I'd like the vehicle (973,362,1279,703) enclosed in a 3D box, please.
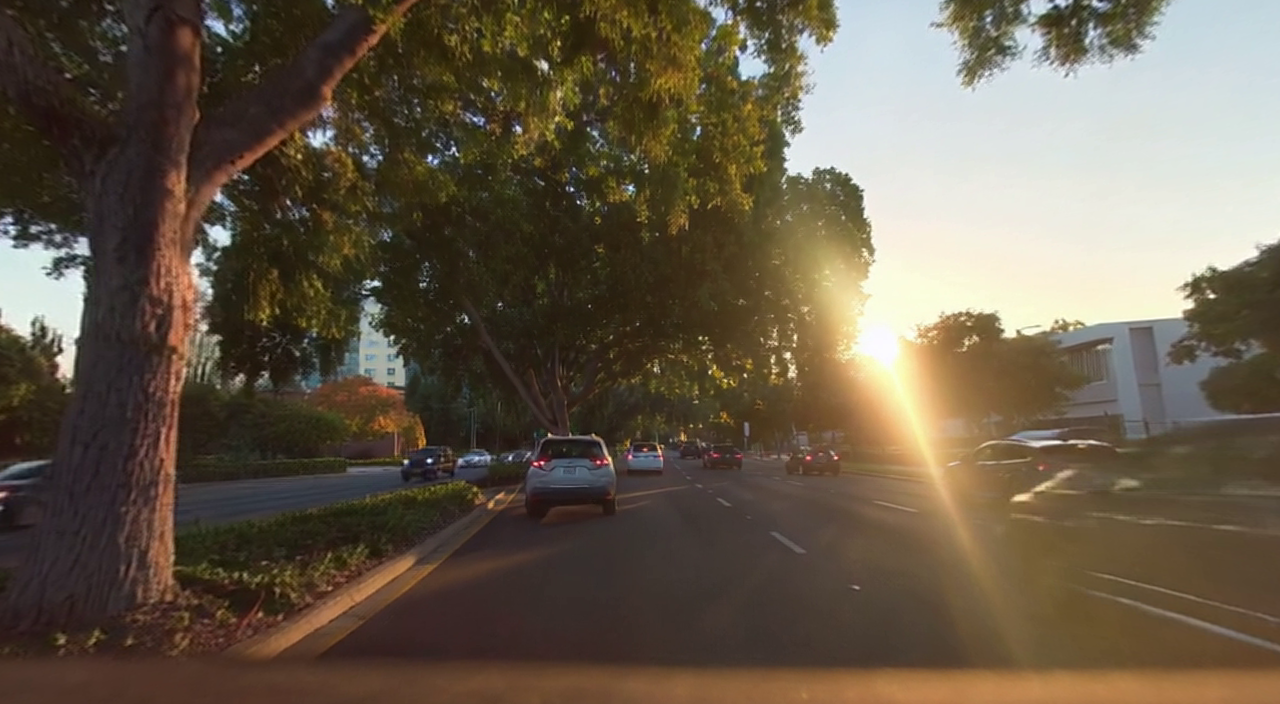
[{"bbox_3d":[4.028,0.963,3.245,2.220,1.715,4.335,0,-8,0],"label":"vehicle"}]

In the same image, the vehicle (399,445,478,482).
[{"bbox_3d":[-8.571,4.752,27.262,1.966,1.489,4.099,0,-8,1],"label":"vehicle"}]

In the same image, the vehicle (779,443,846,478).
[{"bbox_3d":[7.849,4.966,29.170,1.977,1.485,4.308,0,-8,2],"label":"vehicle"}]

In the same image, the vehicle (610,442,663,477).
[{"bbox_3d":[-0.150,4.675,27.731,2.161,1.445,3.772,0,-8,0],"label":"vehicle"}]

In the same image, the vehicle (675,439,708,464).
[{"bbox_3d":[3.950,7.735,49.487,2.114,1.846,4.659,0,-8,-1],"label":"vehicle"}]

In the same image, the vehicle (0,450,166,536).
[{"bbox_3d":[-12.283,2.742,12.736,1.981,1.463,4.395,0,-8,1],"label":"vehicle"}]

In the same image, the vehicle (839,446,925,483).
[{"bbox_3d":[10.608,4.915,28.104,1.894,1.469,4.775,0,-8,0],"label":"vehicle"}]

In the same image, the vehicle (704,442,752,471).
[{"bbox_3d":[4.889,5.851,35.595,2.175,1.477,4.520,0,-8,1],"label":"vehicle"}]

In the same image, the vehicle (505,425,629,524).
[{"bbox_3d":[-1.427,2.364,12.733,2.106,1.655,3.717,1,-8,-6],"label":"vehicle"}]
